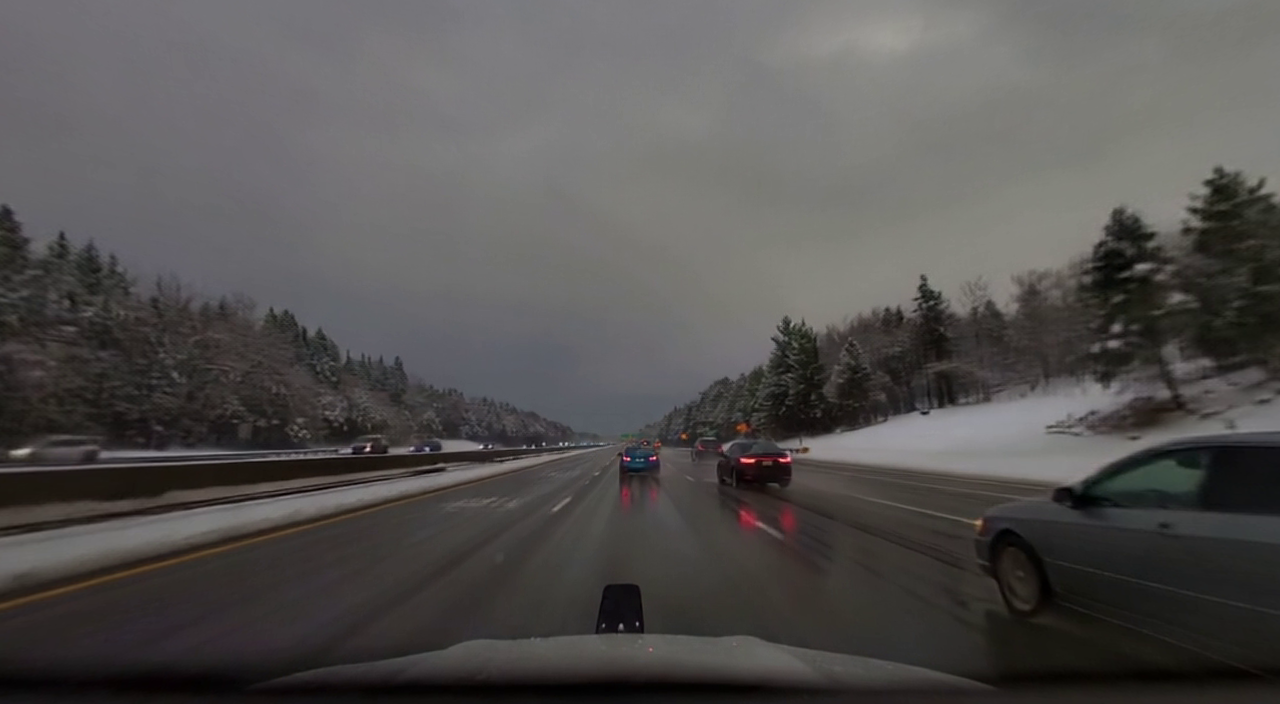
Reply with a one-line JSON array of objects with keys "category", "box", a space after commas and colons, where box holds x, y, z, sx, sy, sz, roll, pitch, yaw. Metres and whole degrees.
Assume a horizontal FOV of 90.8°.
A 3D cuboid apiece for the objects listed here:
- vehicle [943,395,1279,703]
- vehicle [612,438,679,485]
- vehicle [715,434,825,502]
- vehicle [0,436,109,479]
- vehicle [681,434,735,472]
[{"category": "vehicle", "box": [3.481, 0.963, 2.699, 1.993, 1.504, 4.781, 0, -8, 0]}, {"category": "vehicle", "box": [0.120, 3.750, 21.963, 2.098, 1.475, 3.997, 0, -8, -2]}, {"category": "vehicle", "box": [3.210, 2.948, 16.512, 1.856, 1.517, 4.198, 0, -8, -2]}, {"category": "vehicle", "box": [-25.729, 4.425, 26.768, 2.105, 1.666, 4.914, 0, -8, 0]}, {"category": "vehicle", "box": [3.226, 4.885, 30.712, 1.997, 1.663, 4.169, 0, -8, -2]}]
